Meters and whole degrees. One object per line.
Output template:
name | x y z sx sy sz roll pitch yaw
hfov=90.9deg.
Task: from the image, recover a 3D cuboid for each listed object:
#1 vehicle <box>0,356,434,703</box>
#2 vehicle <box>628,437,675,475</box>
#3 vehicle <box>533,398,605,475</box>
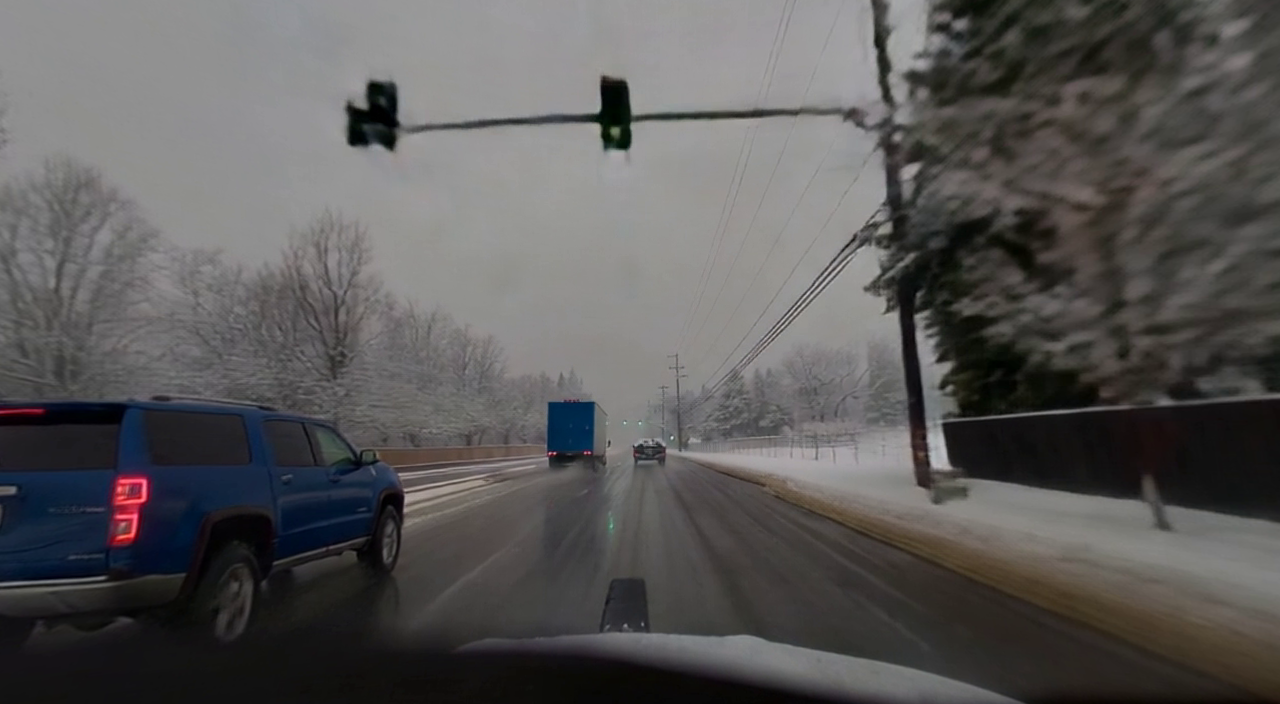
vehicle | -3.588 1.264 5.318 2.093 1.832 4.508 0 -9 1
vehicle | 0.565 5.122 31.208 2.174 1.749 4.113 0 -8 1
vehicle | -3.626 4.724 34.694 2.928 3.658 8.980 0 -8 0
